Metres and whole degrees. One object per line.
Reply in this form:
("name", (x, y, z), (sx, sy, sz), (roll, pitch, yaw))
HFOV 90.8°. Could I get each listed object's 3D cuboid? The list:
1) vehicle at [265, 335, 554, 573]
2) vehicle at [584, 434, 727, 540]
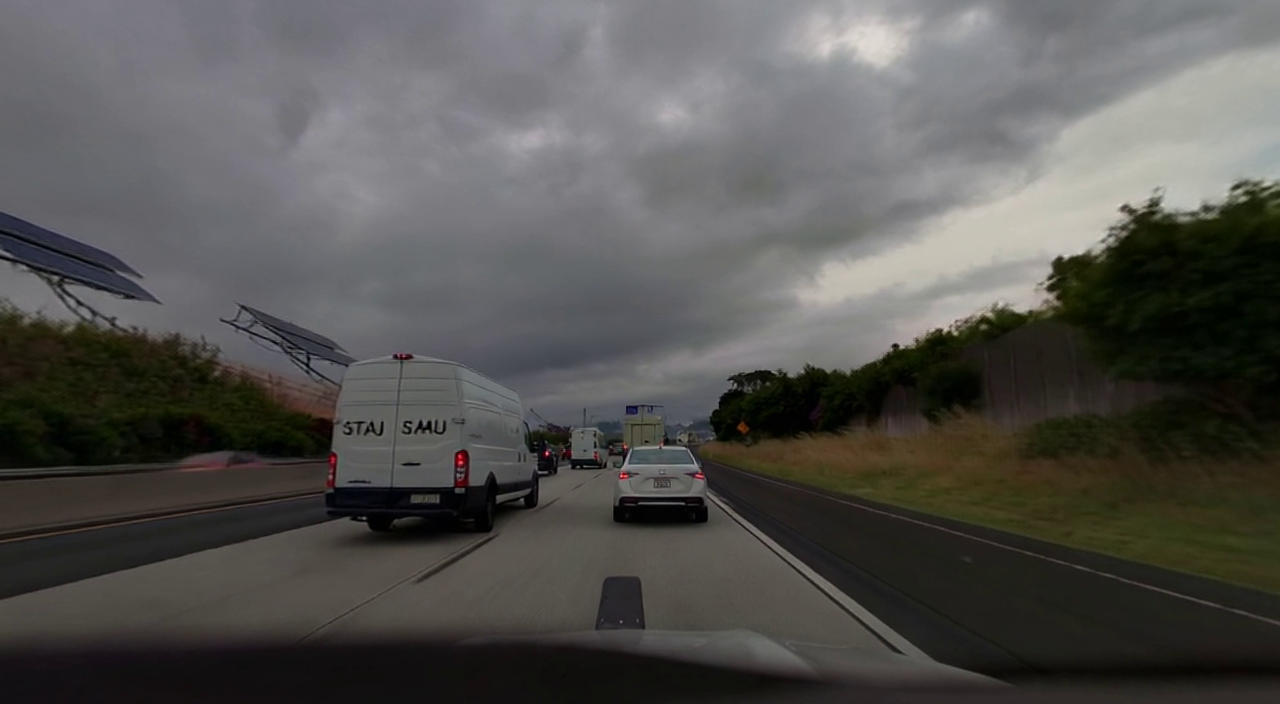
("vehicle", (-3.125, 1.672, 10.752), (2.289, 2.757, 6.726), (0, -9, 0))
("vehicle", (0.210, 2.224, 10.900), (2.063, 1.507, 3.488), (0, -9, 0))
